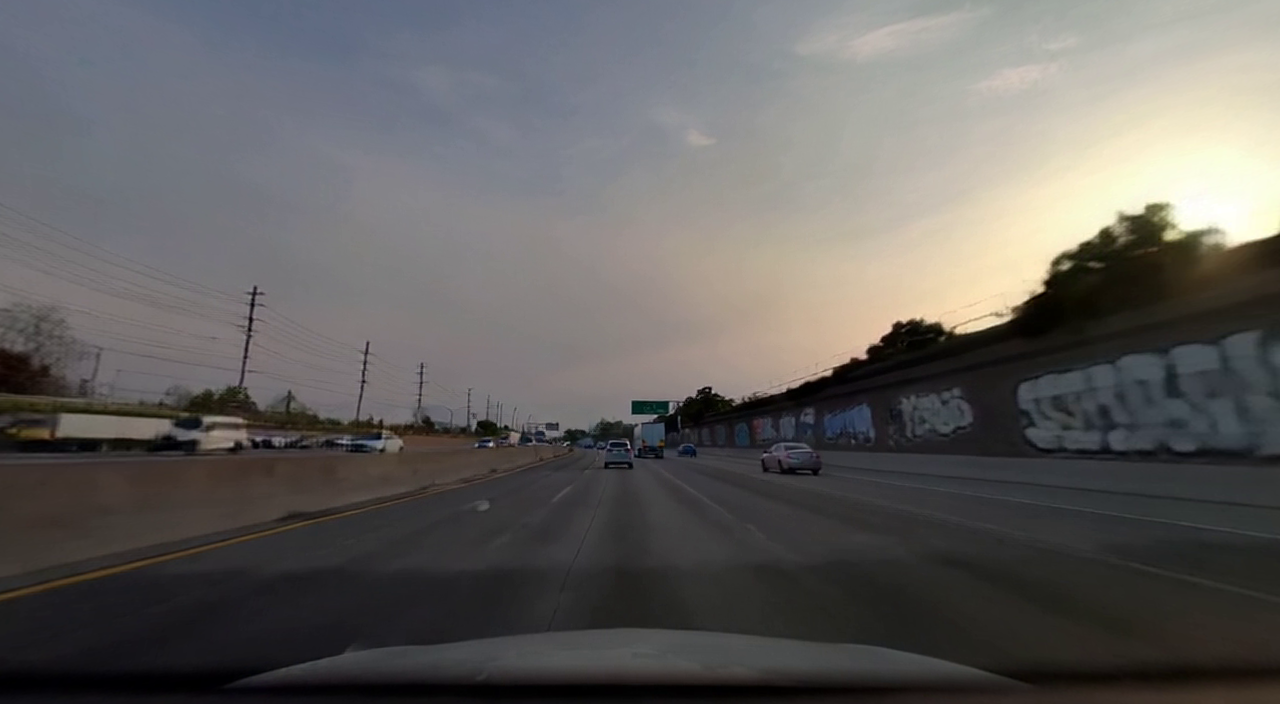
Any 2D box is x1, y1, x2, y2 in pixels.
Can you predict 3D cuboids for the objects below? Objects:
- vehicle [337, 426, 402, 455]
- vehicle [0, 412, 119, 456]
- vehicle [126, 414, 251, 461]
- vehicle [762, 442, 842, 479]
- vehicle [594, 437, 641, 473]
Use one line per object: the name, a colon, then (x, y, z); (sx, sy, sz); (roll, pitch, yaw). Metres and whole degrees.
vehicle: (-17.495, 5.784, 41.163); (2.138, 1.755, 5.022); (0, -9, -1)
vehicle: (-31.126, 4.342, 33.131); (5.594, 2.183, 2.388); (6, -11, -36)
vehicle: (-22.263, 4.305, 31.534); (2.270, 2.130, 5.448); (0, -9, -1)
vehicle: (6.817, 4.639, 27.246); (2.018, 1.451, 4.762); (0, -9, -2)
vehicle: (-1.101, 5.048, 31.080); (2.191, 1.685, 3.353); (0, -9, -2)
